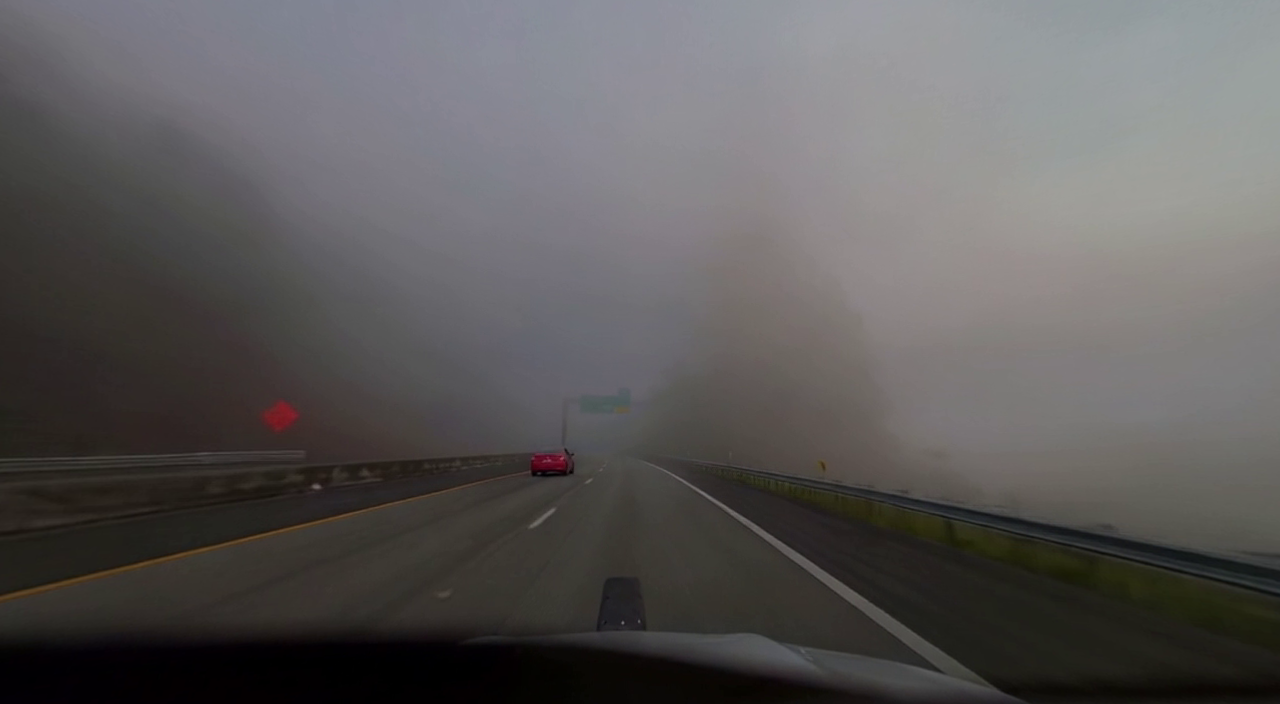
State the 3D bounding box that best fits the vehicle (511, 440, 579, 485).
[{"bbox_3d":[-3.469,4.113,23.760,1.990,1.532,3.911,0,-9,0],"label":"vehicle"}]
